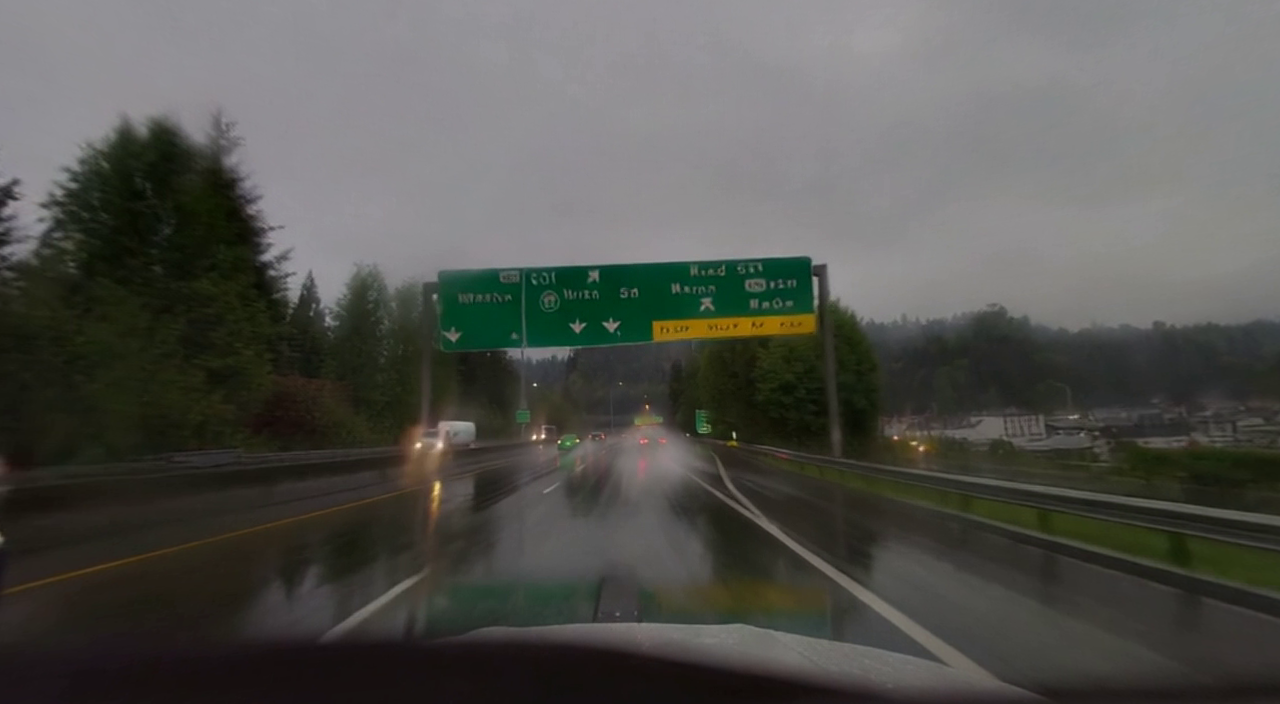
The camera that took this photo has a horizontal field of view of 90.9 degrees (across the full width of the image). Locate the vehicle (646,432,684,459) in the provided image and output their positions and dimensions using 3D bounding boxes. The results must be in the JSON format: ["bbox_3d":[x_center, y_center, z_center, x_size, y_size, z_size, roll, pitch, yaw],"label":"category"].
[{"bbox_3d":[1.460,5.613,37.988,2.139,1.561,4.060,0,-8,1],"label":"vehicle"}]

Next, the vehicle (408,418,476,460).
[{"bbox_3d":[-14.194,6.319,45.835,2.681,2.726,7.445,0,-8,-2],"label":"vehicle"}]

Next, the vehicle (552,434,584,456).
[{"bbox_3d":[-5.215,6.816,46.233,1.959,1.514,3.668,0,-8,-1],"label":"vehicle"}]
